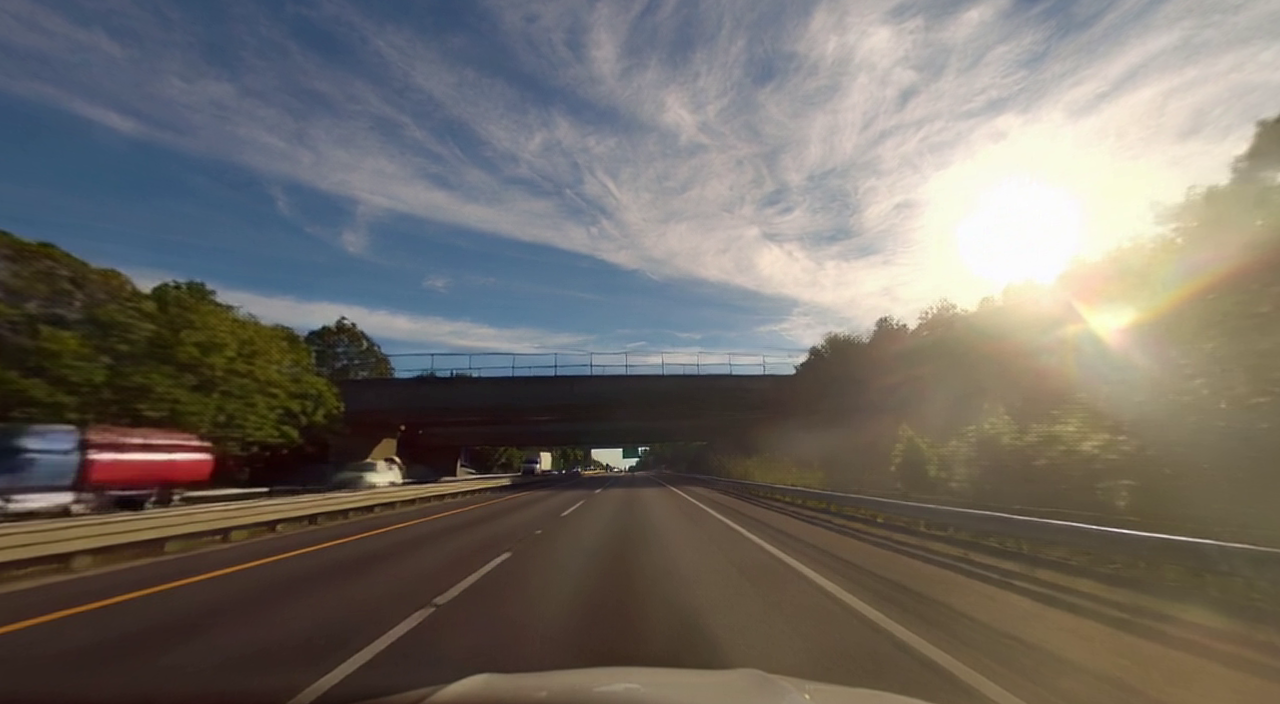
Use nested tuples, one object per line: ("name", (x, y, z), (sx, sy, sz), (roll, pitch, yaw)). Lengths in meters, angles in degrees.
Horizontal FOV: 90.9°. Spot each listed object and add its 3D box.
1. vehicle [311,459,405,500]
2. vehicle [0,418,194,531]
("vehicle", (-12.028, 5.472, 27.249), (1.928, 1.546, 4.475), (1, -10, 0))
("vehicle", (-16.478, 3.474, 18.204), (2.614, 2.682, 5.913), (1, -10, 1))
